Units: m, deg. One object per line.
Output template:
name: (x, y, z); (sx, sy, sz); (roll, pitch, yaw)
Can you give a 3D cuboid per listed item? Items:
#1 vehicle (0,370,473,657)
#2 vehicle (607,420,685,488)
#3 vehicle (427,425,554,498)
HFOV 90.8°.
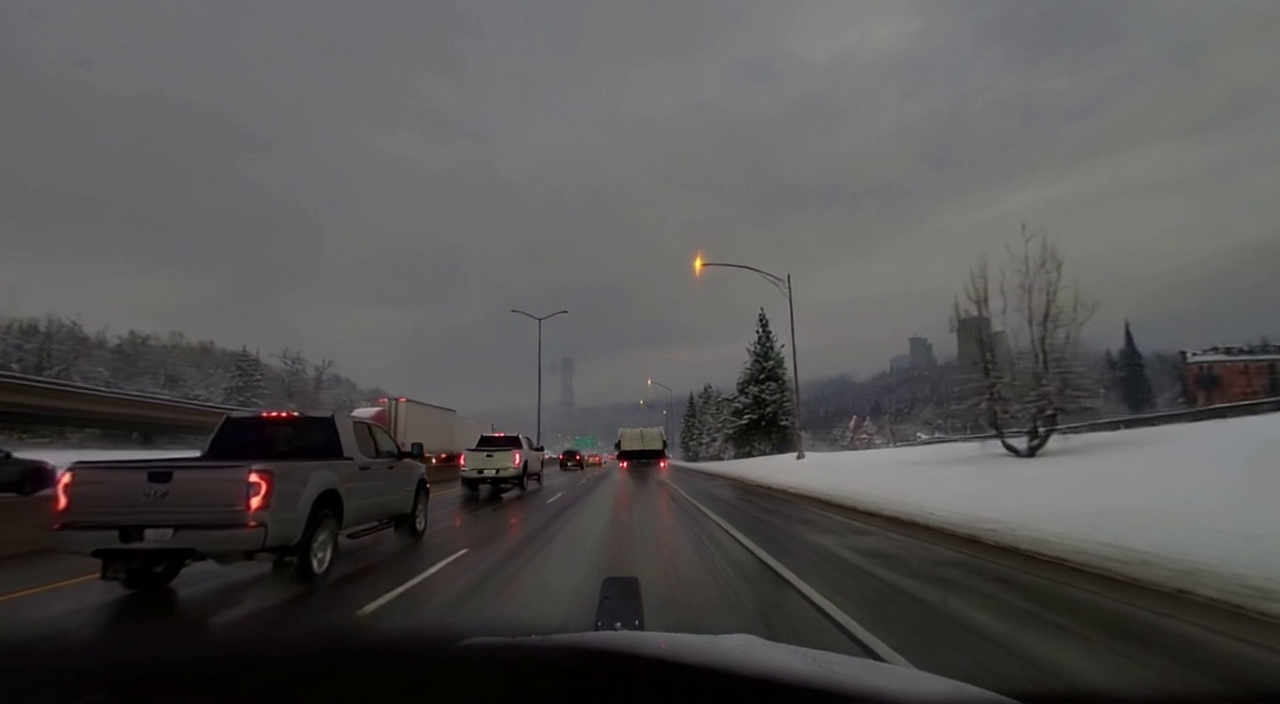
vehicle: (-3.632, 1.421, 6.673); (2.303, 1.835, 5.044); (-1, -9, 1)
vehicle: (0.066, 4.373, 27.365); (2.886, 2.471, 7.692); (0, -9, -2)
vehicle: (-4.436, 3.402, 20.002); (2.575, 1.958, 5.730); (-1, -9, 1)
